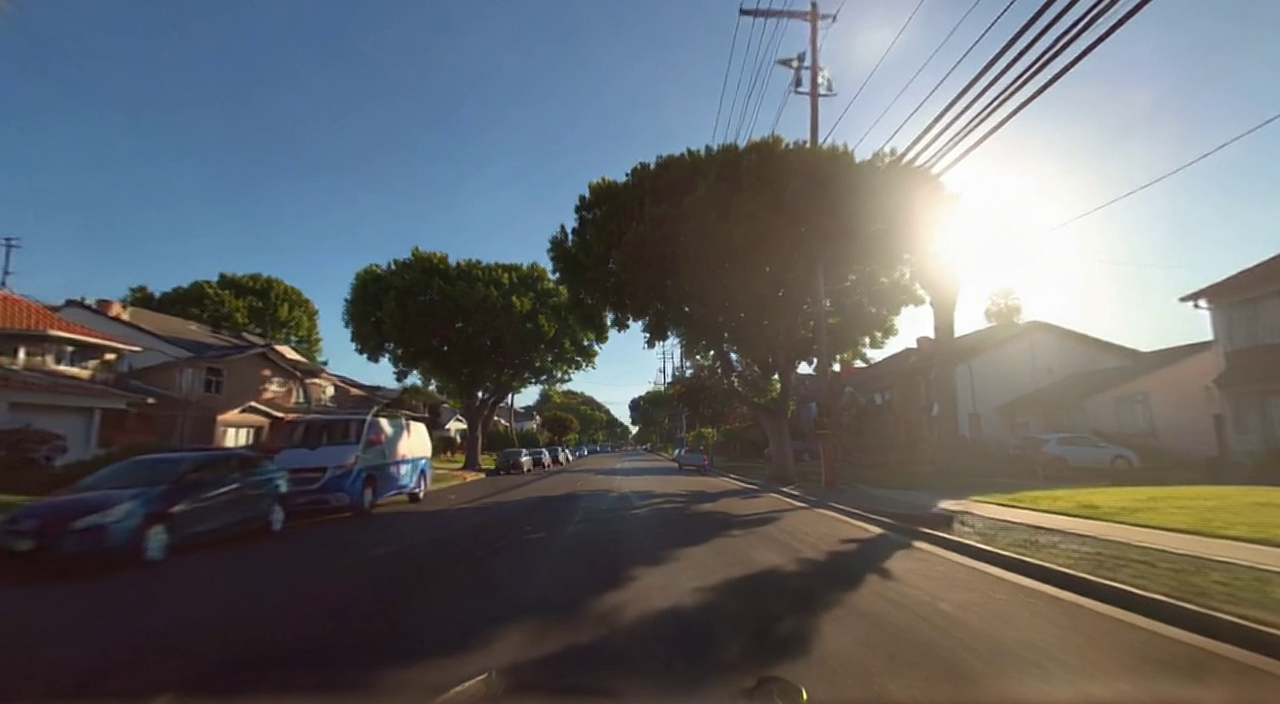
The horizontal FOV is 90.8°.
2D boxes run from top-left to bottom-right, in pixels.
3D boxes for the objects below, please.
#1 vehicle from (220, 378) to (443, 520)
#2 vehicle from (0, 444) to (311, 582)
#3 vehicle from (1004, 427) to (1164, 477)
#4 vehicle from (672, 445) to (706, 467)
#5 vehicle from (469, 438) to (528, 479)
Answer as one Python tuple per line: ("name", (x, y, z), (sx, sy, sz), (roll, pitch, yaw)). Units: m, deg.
("vehicle", (-6.815, 2.332, 15.050), (2.439, 2.724, 5.647), (0, -10, -1))
("vehicle", (-6.695, 2.104, 8.956), (1.846, 1.427, 4.260), (-1, -10, -1))
("vehicle", (16.050, 3.658, 23.017), (4.275, 1.645, 1.874), (-1, -10, 1))
("vehicle", (3.290, 7.058, 43.064), (1.869, 1.453, 4.237), (0, -9, -2))
("vehicle", (-6.794, 5.150, 30.774), (1.963, 1.820, 4.297), (0, -9, -1))
